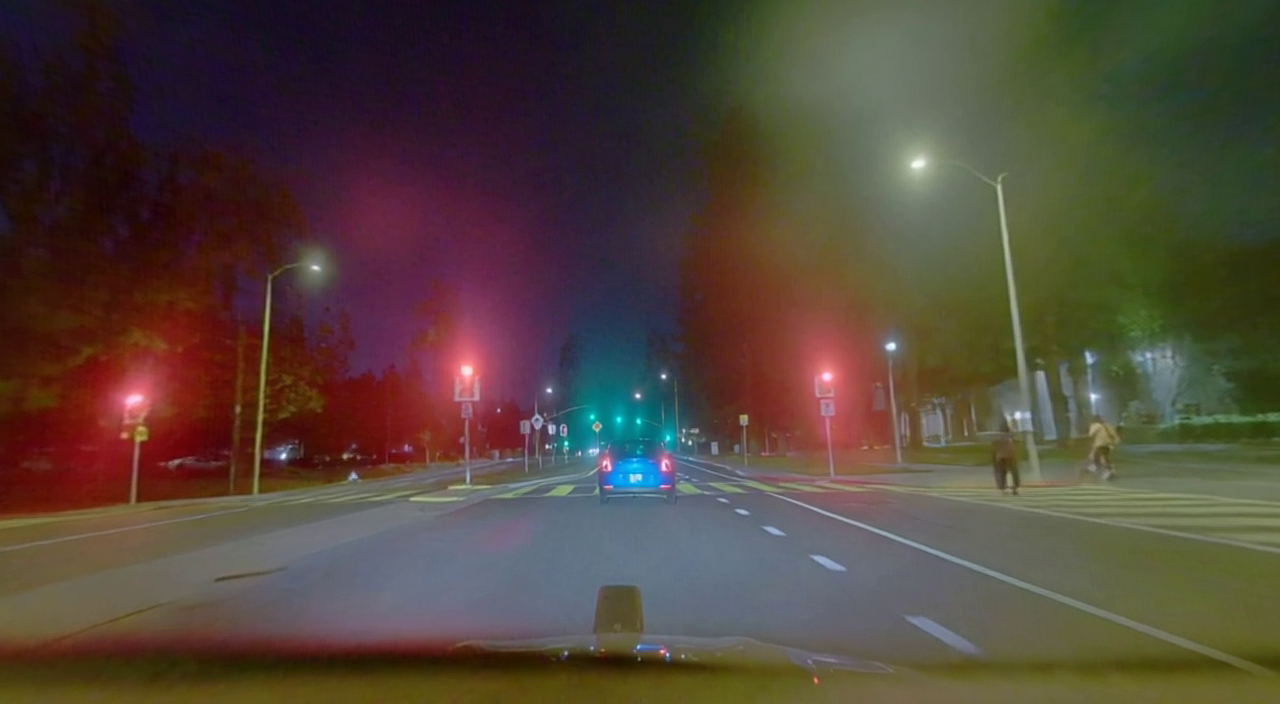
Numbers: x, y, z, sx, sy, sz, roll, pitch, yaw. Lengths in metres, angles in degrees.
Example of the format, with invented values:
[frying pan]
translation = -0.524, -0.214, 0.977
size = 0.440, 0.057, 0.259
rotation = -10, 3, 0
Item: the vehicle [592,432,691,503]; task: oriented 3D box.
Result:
[vehicle]
translation = -0.042, 2.935, 16.465
size = 2.221, 1.570, 4.398
rotation = 0, -8, -2
